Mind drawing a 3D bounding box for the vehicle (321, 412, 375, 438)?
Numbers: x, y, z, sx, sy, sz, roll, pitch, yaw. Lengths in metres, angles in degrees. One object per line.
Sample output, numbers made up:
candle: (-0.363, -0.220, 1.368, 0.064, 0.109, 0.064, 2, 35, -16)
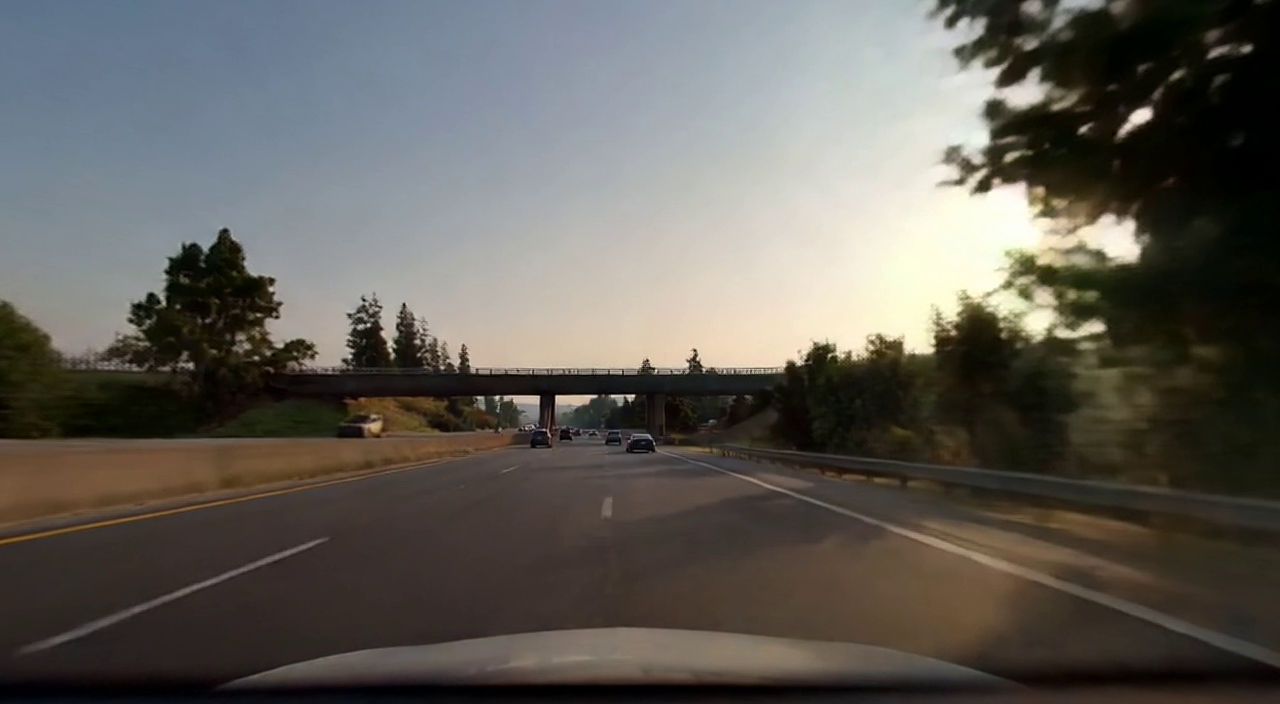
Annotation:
vehicle: (-16.849, 4.244, 36.390, 1.673, 1.397, 3.336, 1, -8, -3)

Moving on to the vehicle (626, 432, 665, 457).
vehicle: (0.266, 5.353, 36.608, 1.999, 1.329, 3.913, 1, -8, -4)
